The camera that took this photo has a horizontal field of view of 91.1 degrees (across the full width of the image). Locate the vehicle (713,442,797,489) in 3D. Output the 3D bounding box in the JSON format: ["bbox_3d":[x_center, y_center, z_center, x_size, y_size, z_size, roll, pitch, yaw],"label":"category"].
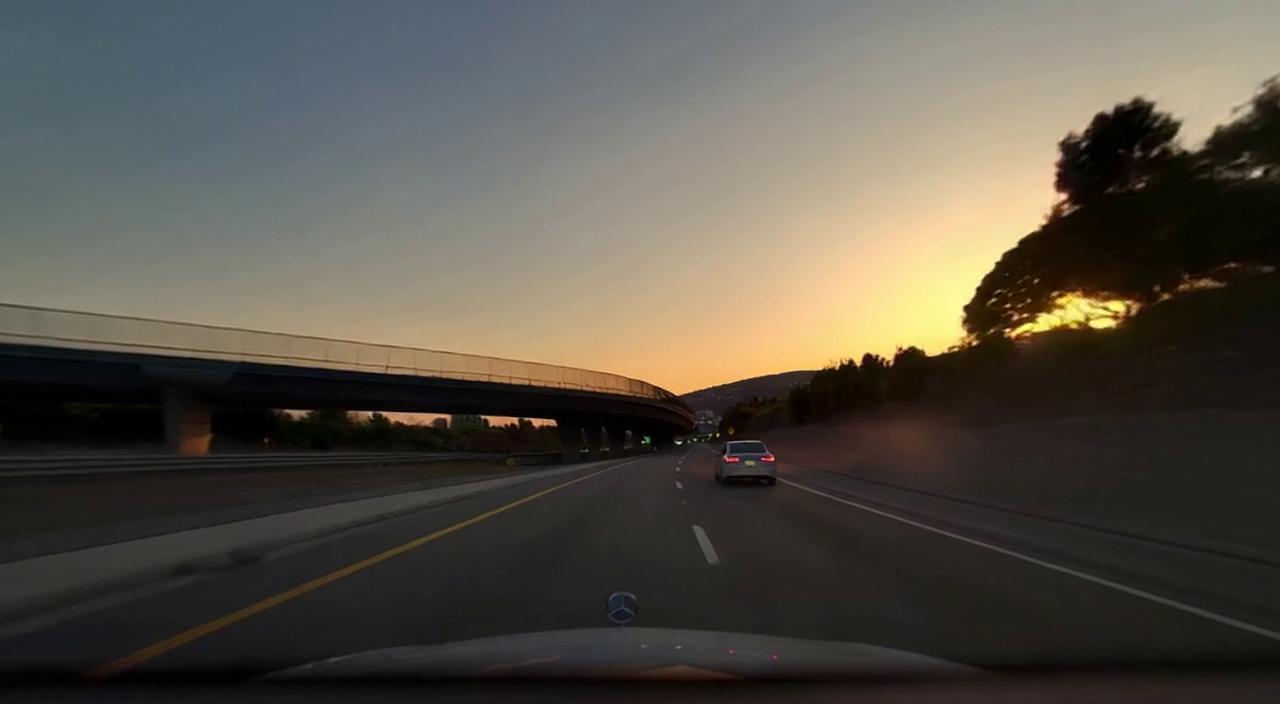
[{"bbox_3d":[3.766,3.775,21.315,2.124,1.405,4.398,0,-8,2],"label":"vehicle"}]
